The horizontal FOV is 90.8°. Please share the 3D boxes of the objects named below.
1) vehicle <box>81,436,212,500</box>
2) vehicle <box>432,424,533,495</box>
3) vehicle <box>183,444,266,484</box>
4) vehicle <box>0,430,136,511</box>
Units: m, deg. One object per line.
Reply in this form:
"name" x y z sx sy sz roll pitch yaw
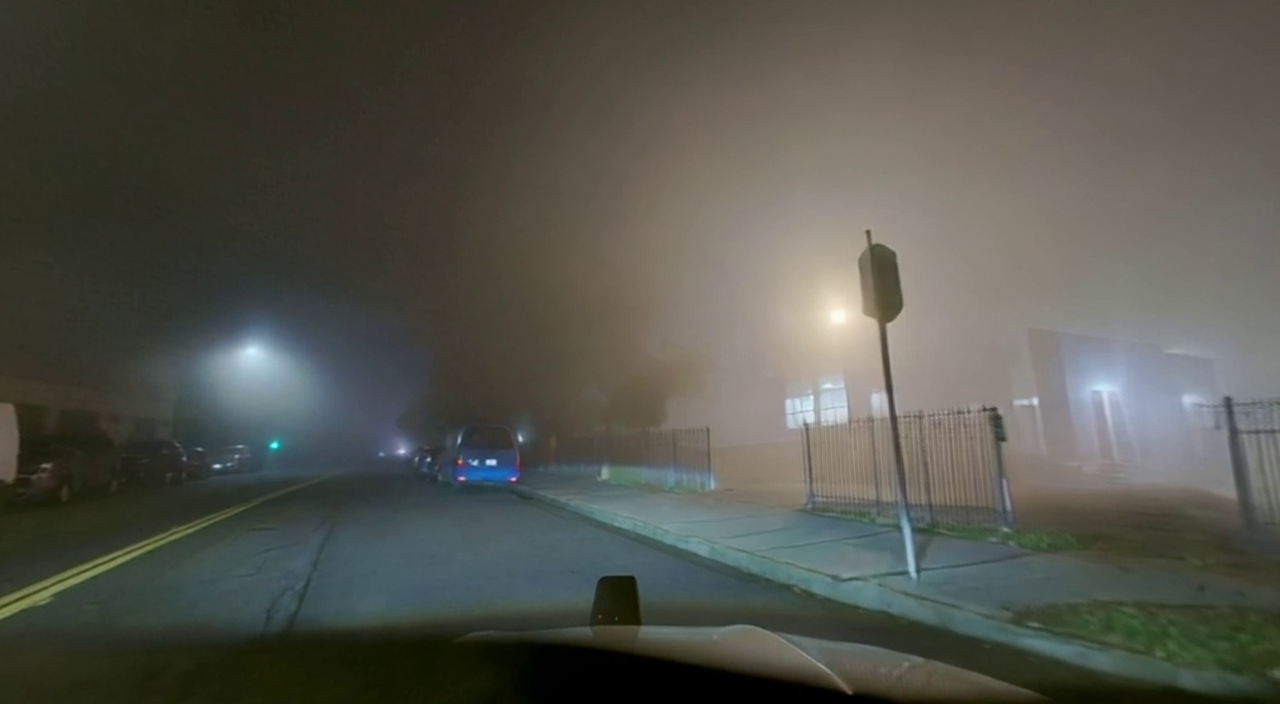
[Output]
"vehicle" -18.052 4.218 23.512 2.304 1.937 5.720 1 -8 -22
"vehicle" -5.487 3.577 21.312 2.327 2.021 5.850 4 -9 -23
"vehicle" -22.099 5.942 33.914 2.504 1.919 5.658 3 -9 -21
"vehicle" -15.660 3.198 17.166 1.857 1.908 4.081 3 -11 -22
